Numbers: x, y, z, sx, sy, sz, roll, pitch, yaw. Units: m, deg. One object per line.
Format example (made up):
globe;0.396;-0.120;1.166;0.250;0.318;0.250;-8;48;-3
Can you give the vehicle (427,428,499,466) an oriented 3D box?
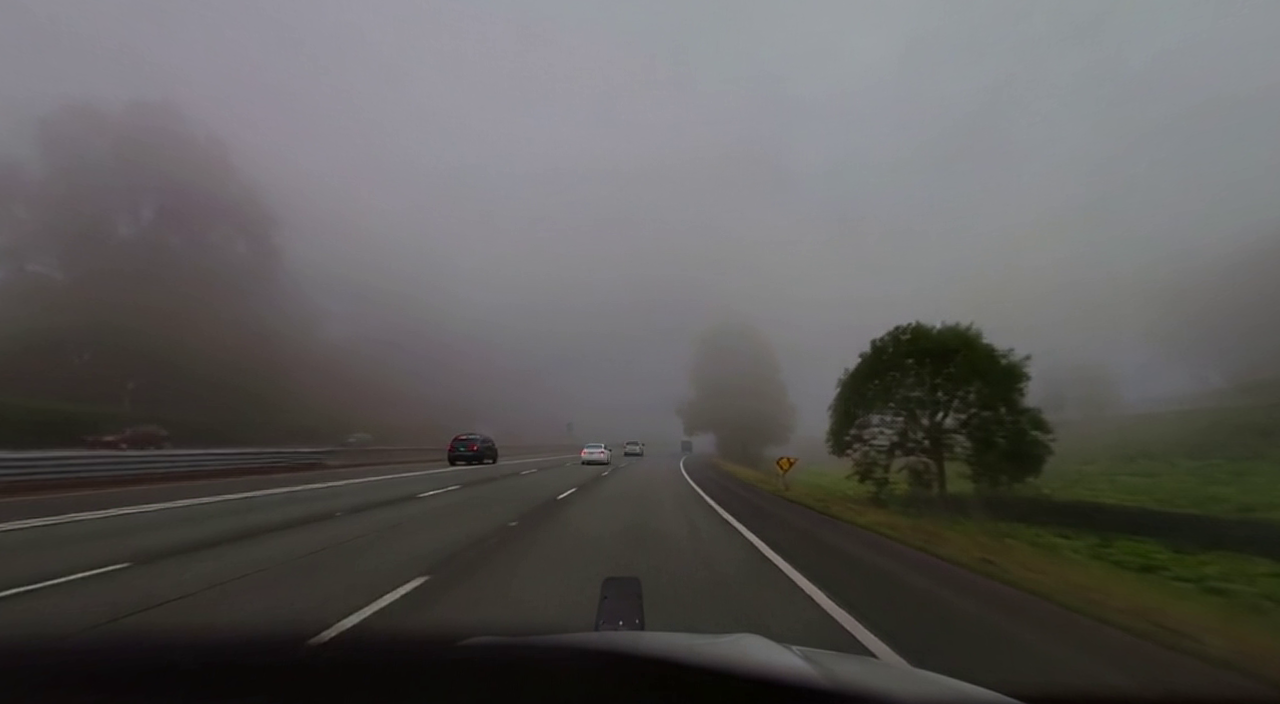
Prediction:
vehicle;-10.050;5.483;36.332;2.264;1.980;5.574;0;-9;3

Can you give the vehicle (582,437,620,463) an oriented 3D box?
vehicle;-2.562;6.627;42.600;2.035;1.673;4.469;0;-9;4
